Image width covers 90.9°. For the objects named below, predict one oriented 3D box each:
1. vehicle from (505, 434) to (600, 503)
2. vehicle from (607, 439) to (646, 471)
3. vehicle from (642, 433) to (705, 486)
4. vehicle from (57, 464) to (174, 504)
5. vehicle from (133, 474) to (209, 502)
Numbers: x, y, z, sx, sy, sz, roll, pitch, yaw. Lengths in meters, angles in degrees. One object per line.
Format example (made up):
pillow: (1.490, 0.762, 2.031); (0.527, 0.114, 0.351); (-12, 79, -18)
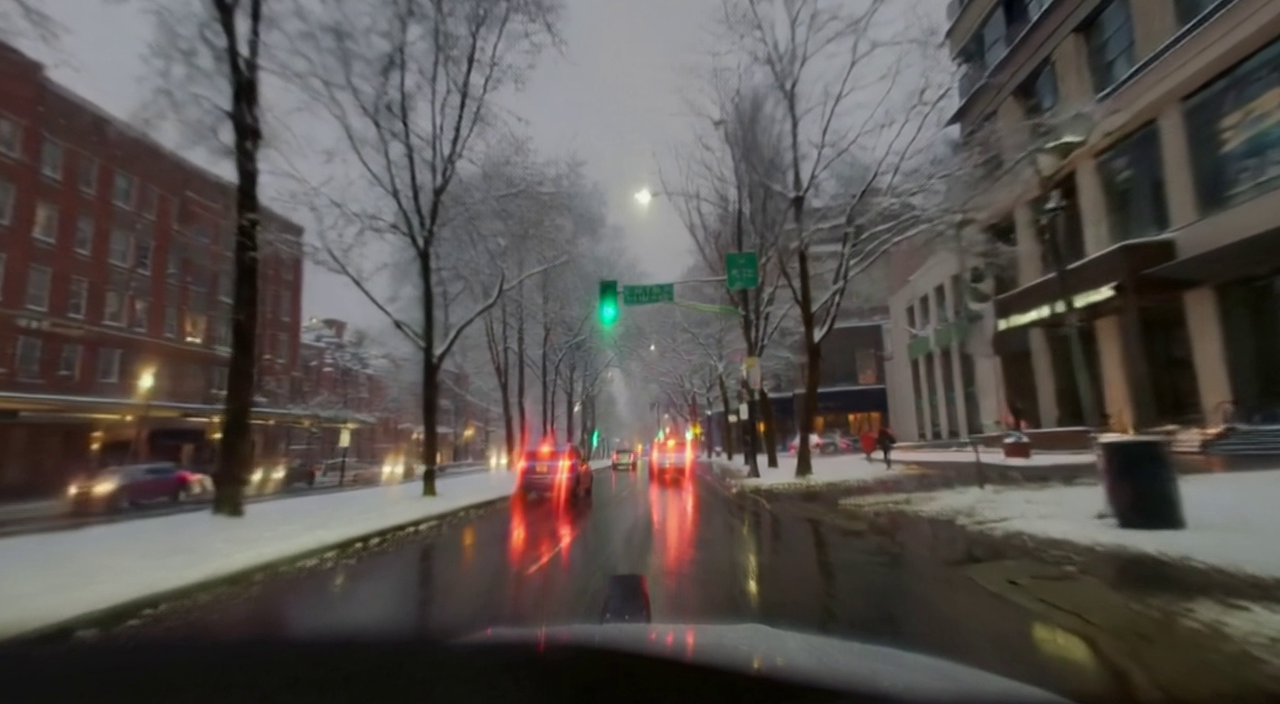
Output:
vehicle: (-2.374, 3.241, 18.057); (1.940, 1.722, 3.823); (-1, -8, 4)
vehicle: (-0.788, 6.492, 39.899); (2.220, 1.847, 4.587); (-1, -8, 2)
vehicle: (1.215, 3.976, 23.647); (2.120, 1.758, 3.917); (-1, -8, 2)
vehicle: (-28.172, 7.066, 34.115); (2.045, 1.799, 4.945); (-1, -8, 0)
vehicle: (-31.358, 9.096, 42.292); (1.768, 1.436, 4.515); (1, -7, -2)
